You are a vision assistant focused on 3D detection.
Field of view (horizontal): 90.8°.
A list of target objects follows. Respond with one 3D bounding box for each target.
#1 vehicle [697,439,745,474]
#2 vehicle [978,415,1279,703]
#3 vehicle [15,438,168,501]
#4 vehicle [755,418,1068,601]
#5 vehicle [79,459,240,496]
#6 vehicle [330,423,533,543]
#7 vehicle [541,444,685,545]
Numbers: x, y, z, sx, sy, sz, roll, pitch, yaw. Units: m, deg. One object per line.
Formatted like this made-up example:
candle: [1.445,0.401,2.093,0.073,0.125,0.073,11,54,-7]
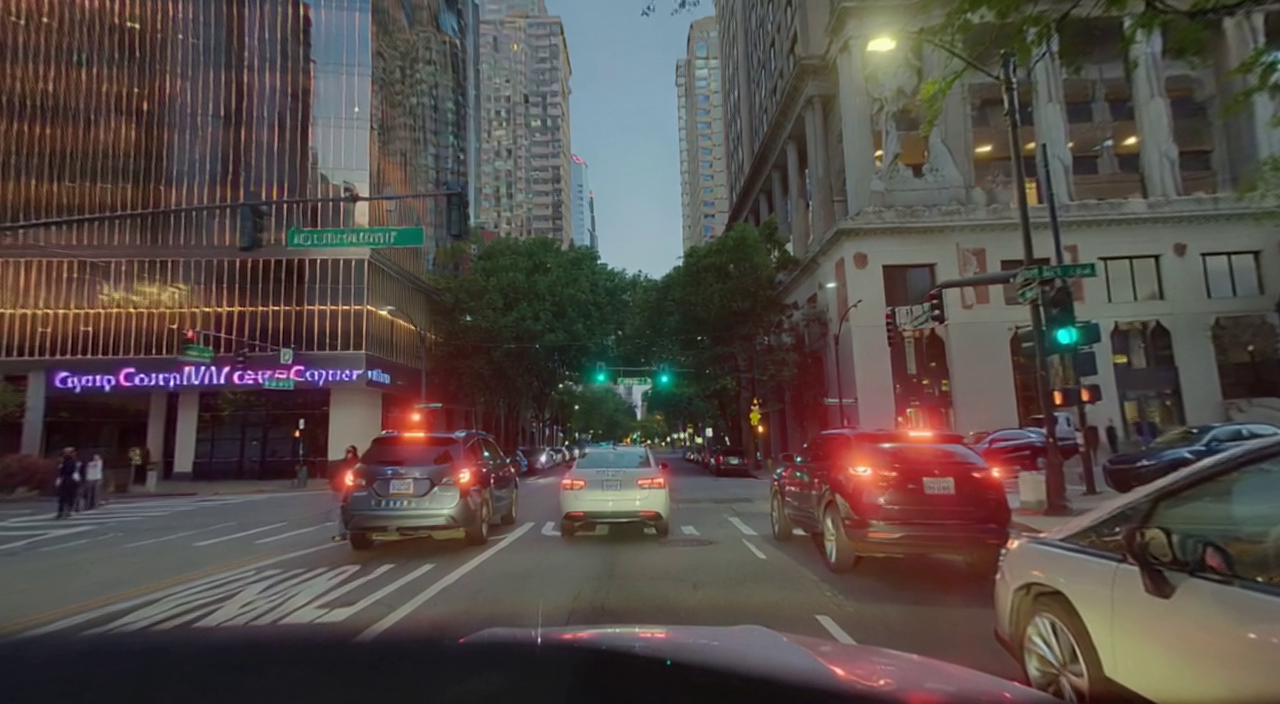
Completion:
vehicle: [5.651,7.384,44.899,2.420,2.300,5.313,0,-8,-3]
vehicle: [2.736,0.798,0.991,1.902,1.454,4.540,0,-8,0]
vehicle: [-30.890,6.581,35.798,5.896,3.276,2.809,0,-8,0]
vehicle: [3.039,1.851,8.495,2.072,1.735,4.759,0,-8,0]
vehicle: [-20.117,5.260,26.612,5.153,1.449,1.966,0,-8,1]
vehicle: [-3.695,2.424,12.532,2.190,1.840,5.272,0,-8,0]
vehicle: [-0.416,2.378,11.319,2.092,1.454,4.132,0,-8,-1]
